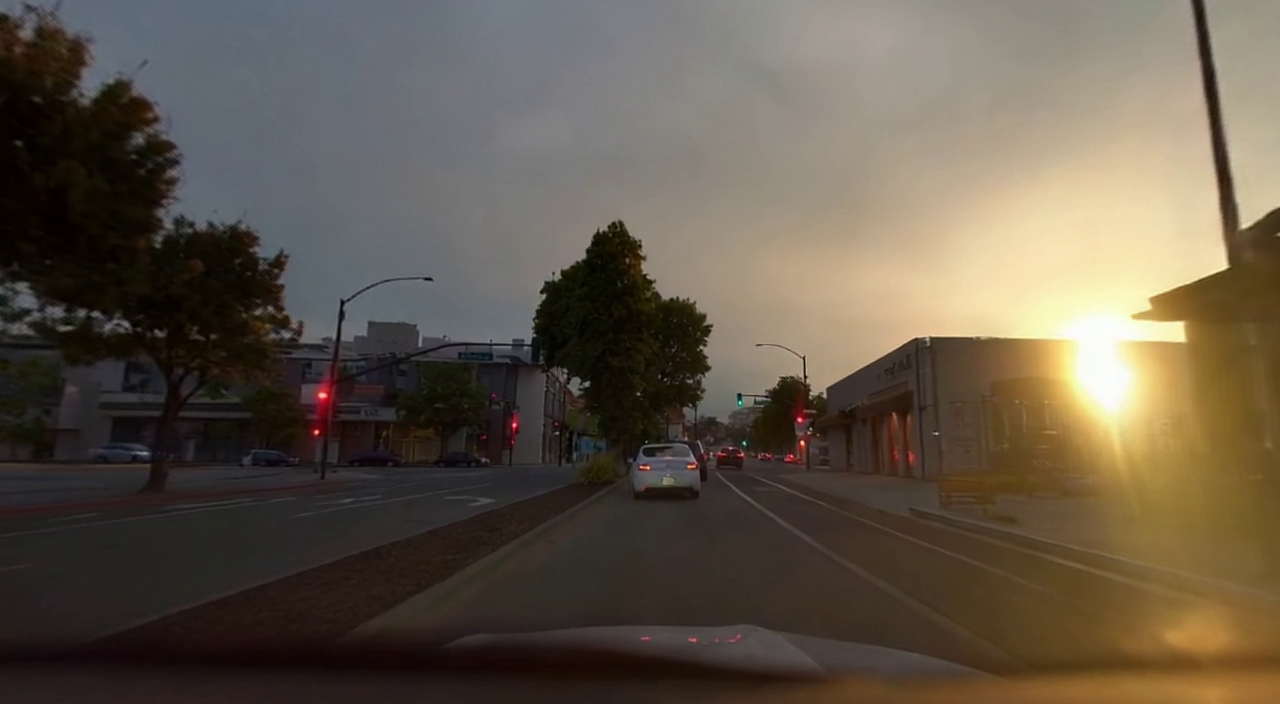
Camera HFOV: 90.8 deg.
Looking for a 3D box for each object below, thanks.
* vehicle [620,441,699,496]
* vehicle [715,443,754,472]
[{"bbox_3d":[0.690,3.555,19.699,2.173,1.479,4.264,-1,-9,4],"label":"vehicle"},{"bbox_3d":[6.322,7.105,42.692,2.092,1.851,4.913,0,-9,2],"label":"vehicle"}]
